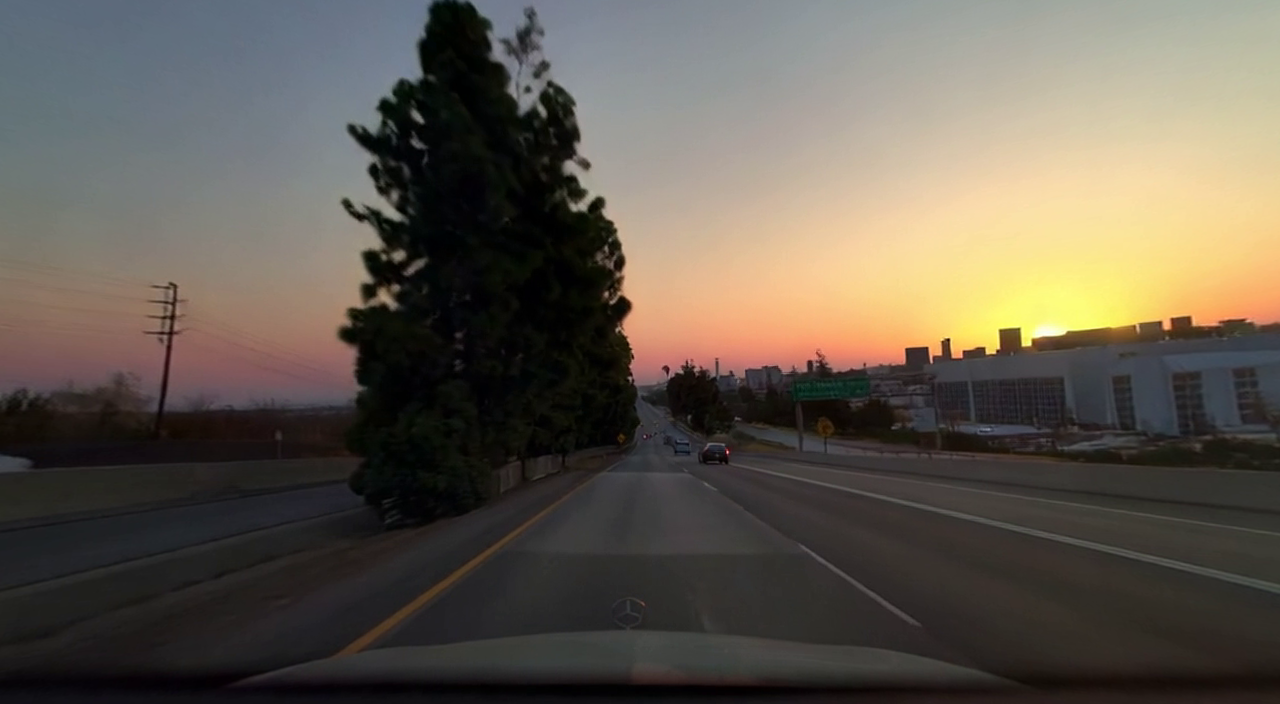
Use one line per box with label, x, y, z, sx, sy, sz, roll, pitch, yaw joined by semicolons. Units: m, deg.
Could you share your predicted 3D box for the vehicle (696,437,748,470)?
vehicle;4.066;5.107;31.851;2.062;1.518;4.026;0;-8;-1
